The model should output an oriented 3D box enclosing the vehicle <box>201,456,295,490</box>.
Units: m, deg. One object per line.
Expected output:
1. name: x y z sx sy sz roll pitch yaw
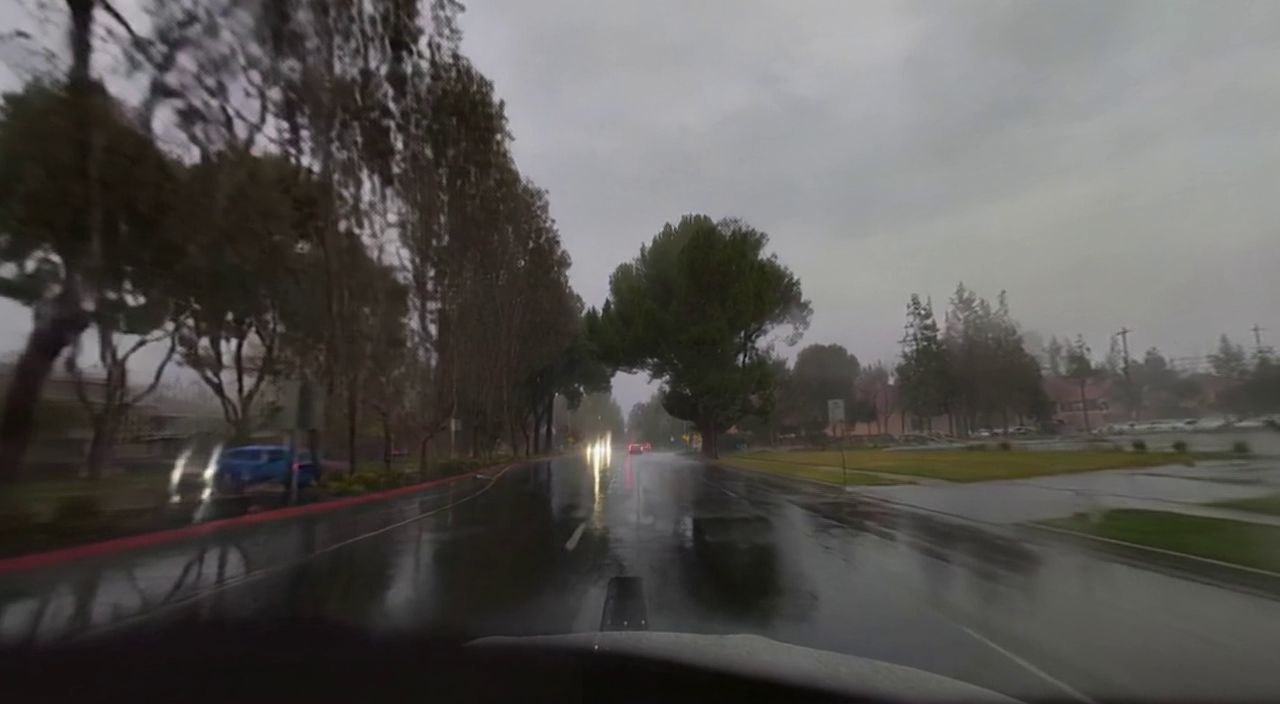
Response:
1. vehicle: -19.729 6.069 31.972 1.863 1.486 4.500 0 -9 0
